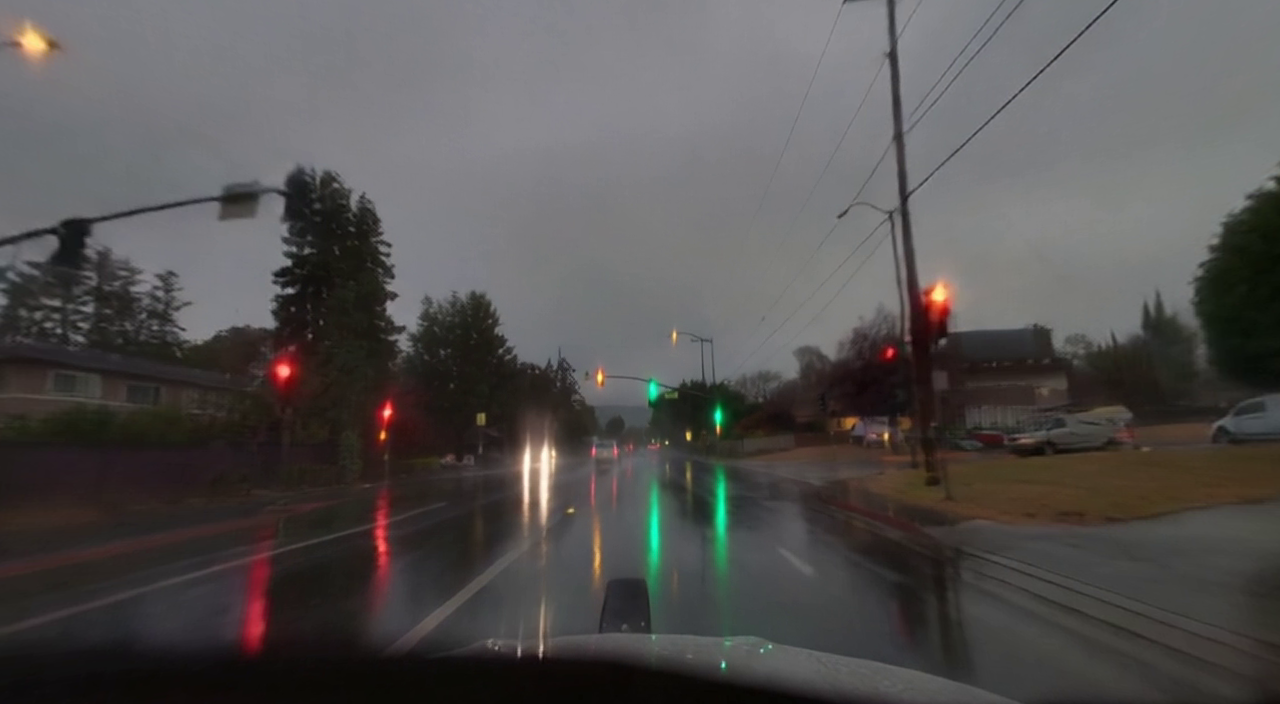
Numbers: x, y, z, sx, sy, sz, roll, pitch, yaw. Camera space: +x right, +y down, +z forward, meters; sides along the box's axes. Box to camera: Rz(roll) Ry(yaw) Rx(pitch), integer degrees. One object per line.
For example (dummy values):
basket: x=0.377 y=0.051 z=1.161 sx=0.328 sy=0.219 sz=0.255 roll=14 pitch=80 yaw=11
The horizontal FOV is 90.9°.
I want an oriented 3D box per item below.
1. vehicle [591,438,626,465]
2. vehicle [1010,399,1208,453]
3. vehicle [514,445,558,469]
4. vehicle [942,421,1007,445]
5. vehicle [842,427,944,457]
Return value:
vehicle: x=-2.150 y=6.905 z=43.822 sx=2.084 sy=1.701 sz=4.734 roll=-1 pitch=-8 yaw=1
vehicle: x=18.943 y=3.041 z=25.687 sx=6.313 sy=2.043 sz=2.272 roll=0 pitch=-8 yaw=-3
vehicle: x=-7.159 y=7.274 z=43.849 sx=2.122 sy=1.602 sz=4.369 roll=-1 pitch=-8 yaw=2
vehicle: x=23.475 y=5.756 z=44.418 sx=1.809 sy=1.477 sz=4.381 roll=-3 pitch=-8 yaw=-5
vehicle: x=13.468 y=4.828 z=33.749 sx=4.665 sy=1.498 sz=1.866 roll=0 pitch=-8 yaw=-3
